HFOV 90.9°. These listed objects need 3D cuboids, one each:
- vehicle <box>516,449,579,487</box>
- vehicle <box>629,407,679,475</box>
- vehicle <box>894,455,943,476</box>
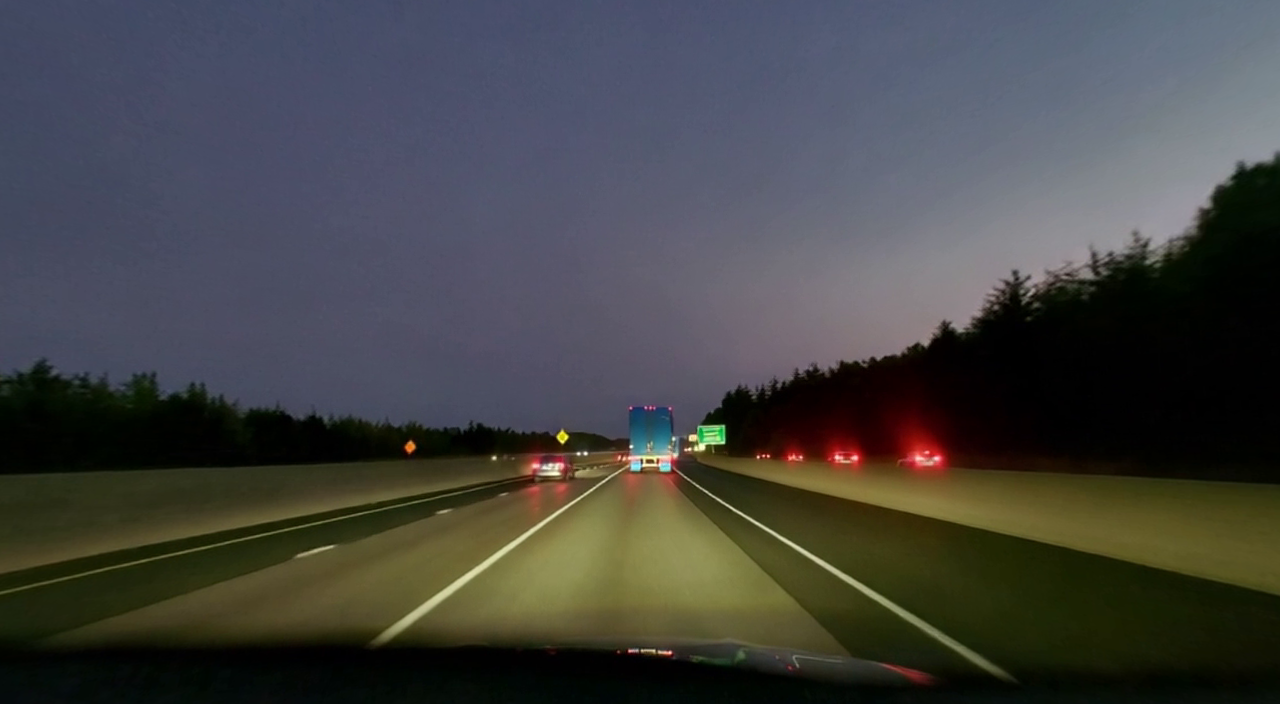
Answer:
[{"bbox_3d":[-3.875,4.927,27.146,1.931,1.466,4.458,0,-9,1],"label":"vehicle"},{"bbox_3d":[0.976,6.179,43.447,3.022,4.072,10.318,0,-9,2],"label":"vehicle"},{"bbox_3d":[20.314,8.270,46.115,1.857,1.407,3.719,0,-9,0],"label":"vehicle"}]
